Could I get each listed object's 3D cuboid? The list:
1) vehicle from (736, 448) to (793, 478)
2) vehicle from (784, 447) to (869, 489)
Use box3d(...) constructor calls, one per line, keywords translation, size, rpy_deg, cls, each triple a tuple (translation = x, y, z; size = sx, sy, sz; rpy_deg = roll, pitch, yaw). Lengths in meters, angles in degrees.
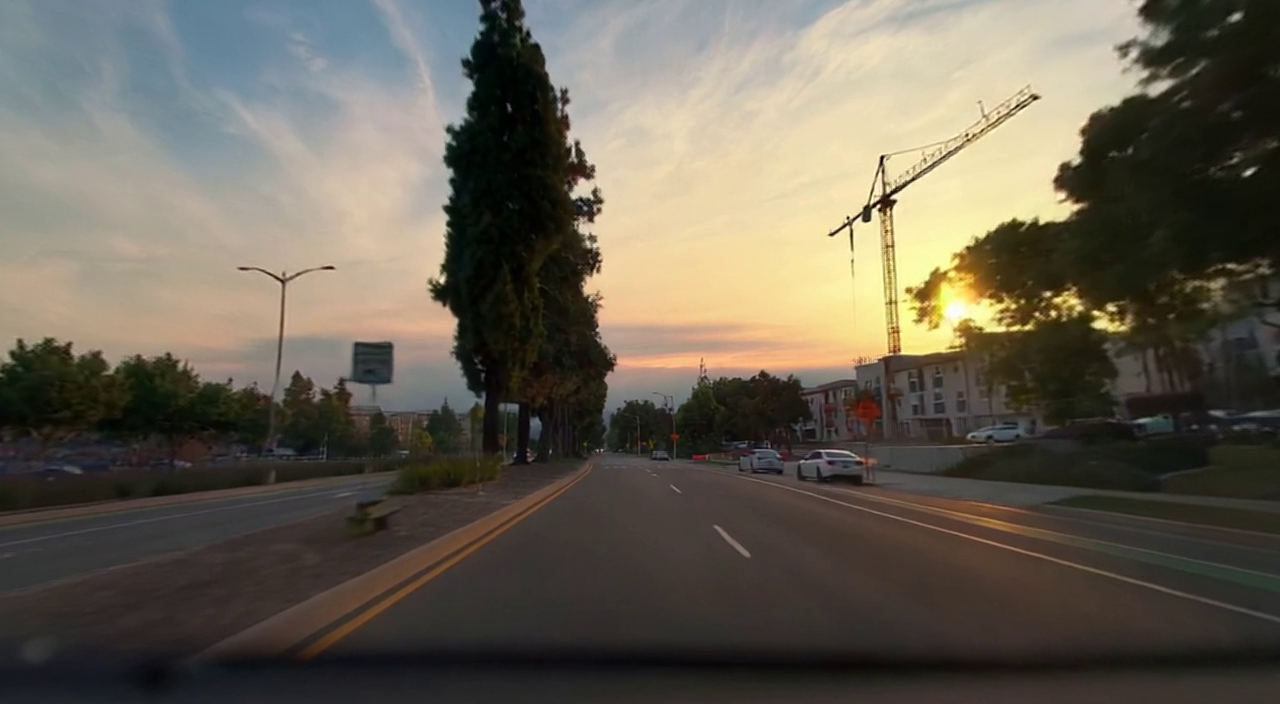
box3d(translation=(7.502, 6.685, 38.362), size=(1.977, 1.540, 4.307), rpy_deg=(6, -9, -7), cls="vehicle")
box3d(translation=(7.790, 4.857, 26.878), size=(1.974, 1.472, 4.654), rpy_deg=(5, -9, -3), cls="vehicle")
